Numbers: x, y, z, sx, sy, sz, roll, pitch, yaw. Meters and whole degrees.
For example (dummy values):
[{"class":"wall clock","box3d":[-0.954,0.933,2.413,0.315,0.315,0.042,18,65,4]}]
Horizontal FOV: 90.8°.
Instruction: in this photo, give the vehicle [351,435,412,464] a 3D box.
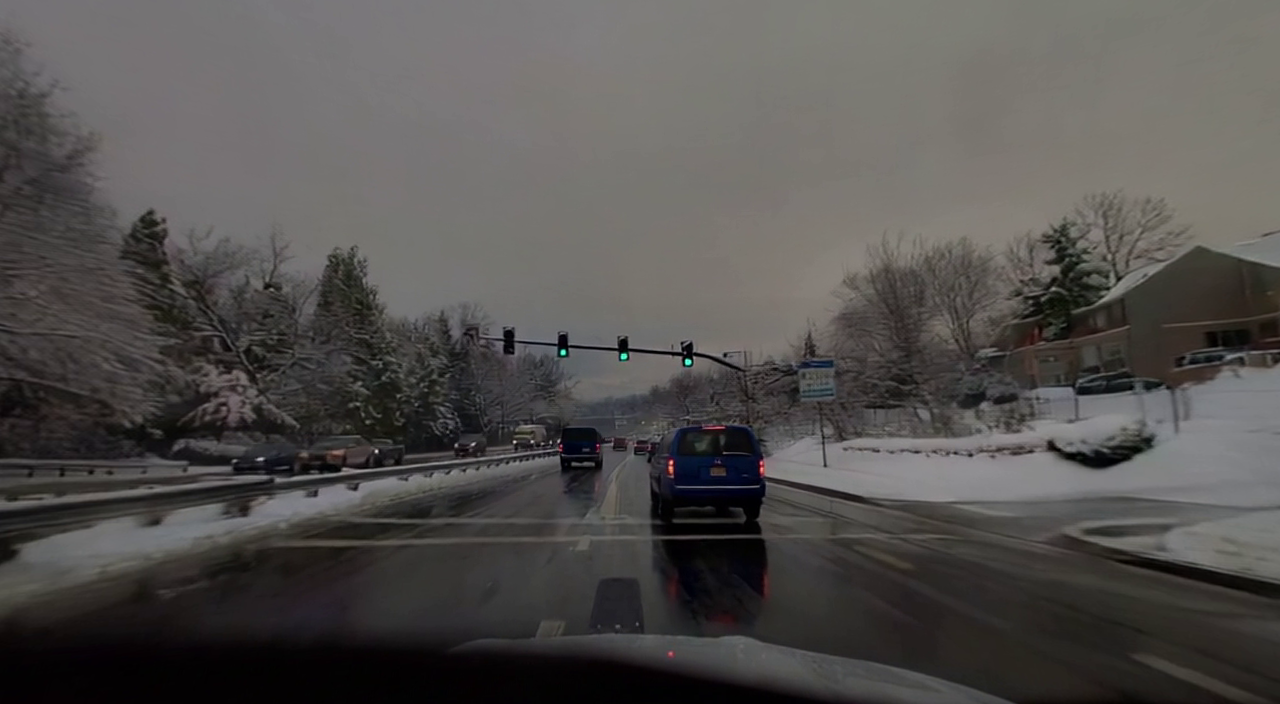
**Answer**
[{"class":"vehicle","box3d":[-15.741,5.995,38.805,2.184,1.659,4.571,1,-8,-5]}]

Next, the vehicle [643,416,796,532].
[{"class":"vehicle","box3d":[1.176,2.087,11.344,1.965,1.671,4.146,1,-8,-3]}]

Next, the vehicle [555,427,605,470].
[{"class":"vehicle","box3d":[-3.010,4.983,32.668,2.228,2.054,4.309,0,-8,-2]}]

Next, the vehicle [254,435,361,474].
[{"class":"vehicle","box3d":[-13.167,4.077,25.415,1.841,1.407,4.736,0,-8,-1]}]
